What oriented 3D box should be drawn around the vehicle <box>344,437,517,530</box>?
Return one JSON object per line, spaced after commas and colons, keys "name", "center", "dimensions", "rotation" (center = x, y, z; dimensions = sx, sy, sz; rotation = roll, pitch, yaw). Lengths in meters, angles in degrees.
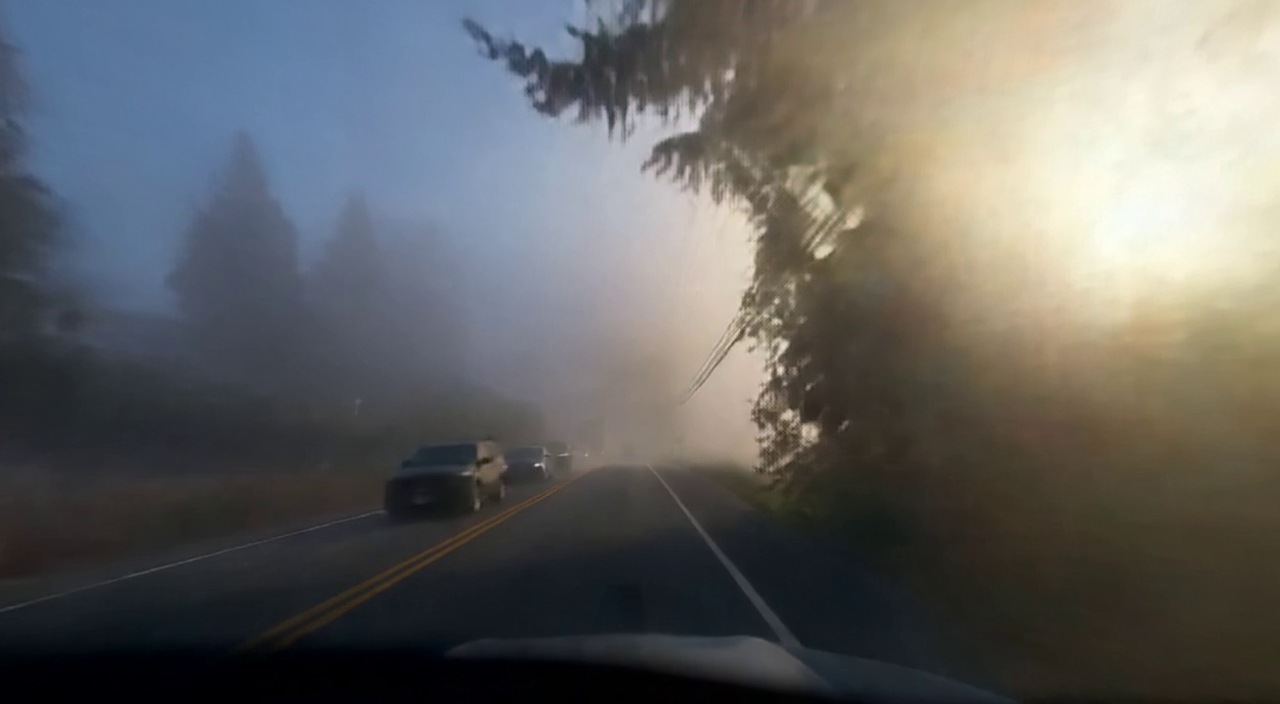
{"name": "vehicle", "center": [-4.520, 2.858, 14.557], "dimensions": [2.284, 1.634, 4.756], "rotation": [-4, -8, 1]}
